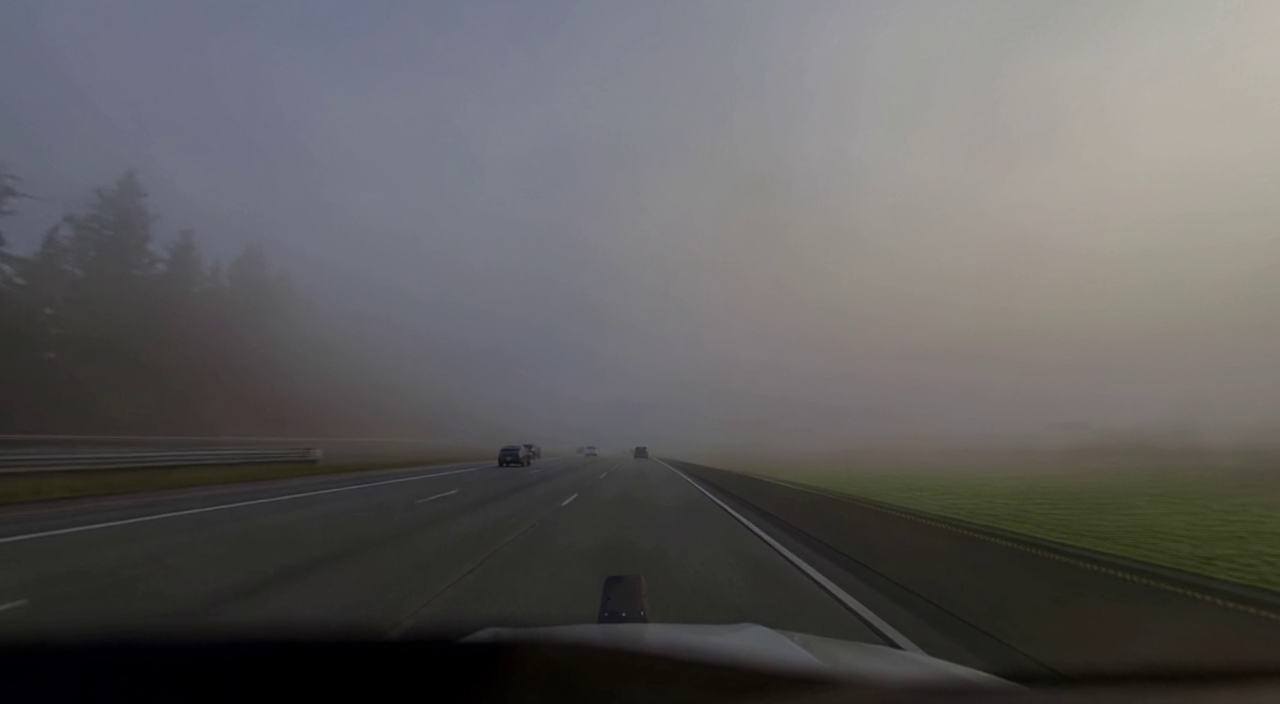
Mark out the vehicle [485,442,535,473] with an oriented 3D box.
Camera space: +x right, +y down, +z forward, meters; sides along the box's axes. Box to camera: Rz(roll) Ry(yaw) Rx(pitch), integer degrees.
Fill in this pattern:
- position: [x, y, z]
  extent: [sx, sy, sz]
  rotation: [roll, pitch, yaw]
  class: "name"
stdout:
- position: [-7.334, 5.965, 35.888]
  extent: [1.972, 1.603, 3.891]
  rotation: [0, -8, 1]
  class: "vehicle"
